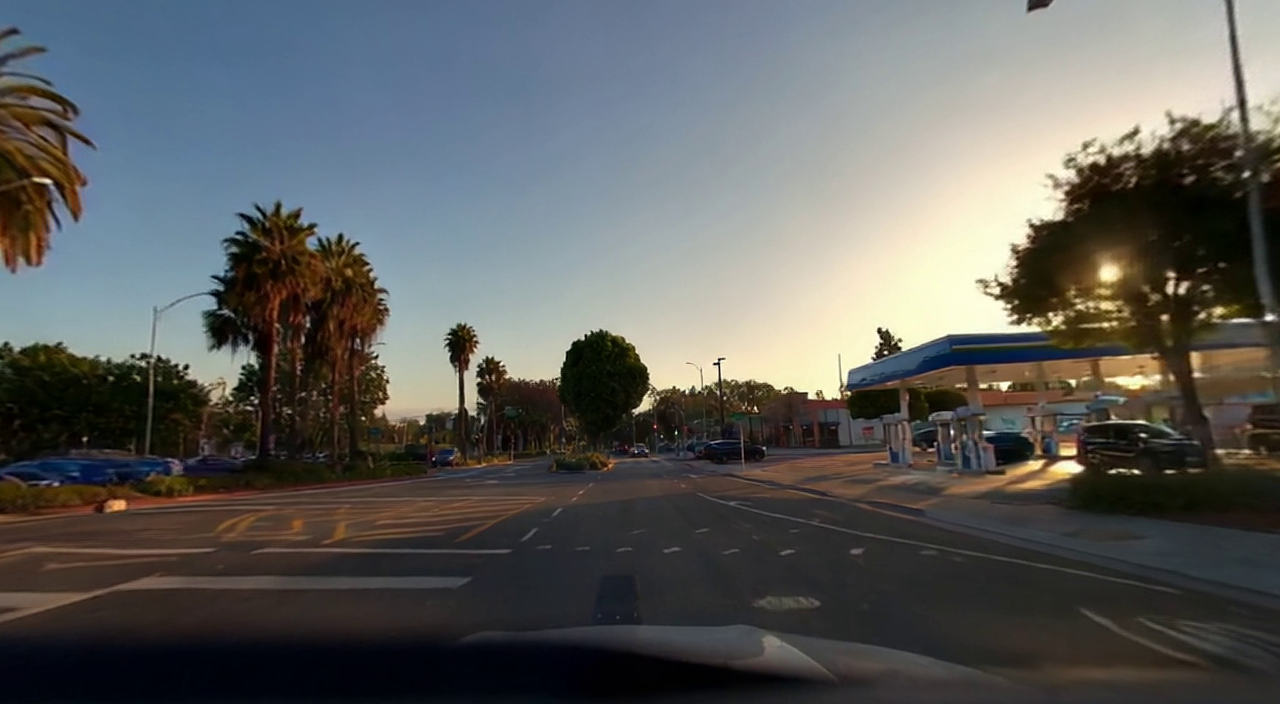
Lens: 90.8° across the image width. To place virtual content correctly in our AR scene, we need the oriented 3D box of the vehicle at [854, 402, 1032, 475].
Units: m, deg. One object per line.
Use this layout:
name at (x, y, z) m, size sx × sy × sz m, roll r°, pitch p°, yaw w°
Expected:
vehicle at (13.309, 4.040, 29.275) m, size 2.944 × 2.783 × 10.332 m, roll 0°, pitch -8°, yaw -1°

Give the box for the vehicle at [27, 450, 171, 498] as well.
vehicle at (-25.765, 5.786, 30.219) m, size 5.056 × 1.839 × 1.957 m, roll -3°, pitch -6°, yaw -1°

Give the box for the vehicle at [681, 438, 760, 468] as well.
vehicle at (6.087, 7.465, 47.119) m, size 2.703 × 2.082 × 6.059 m, roll -8°, pitch -12°, yaw 44°

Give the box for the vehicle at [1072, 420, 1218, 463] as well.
vehicle at (21.576, 3.833, 27.103) m, size 4.578 × 1.756 × 2.042 m, roll 1°, pitch -8°, yaw -4°
